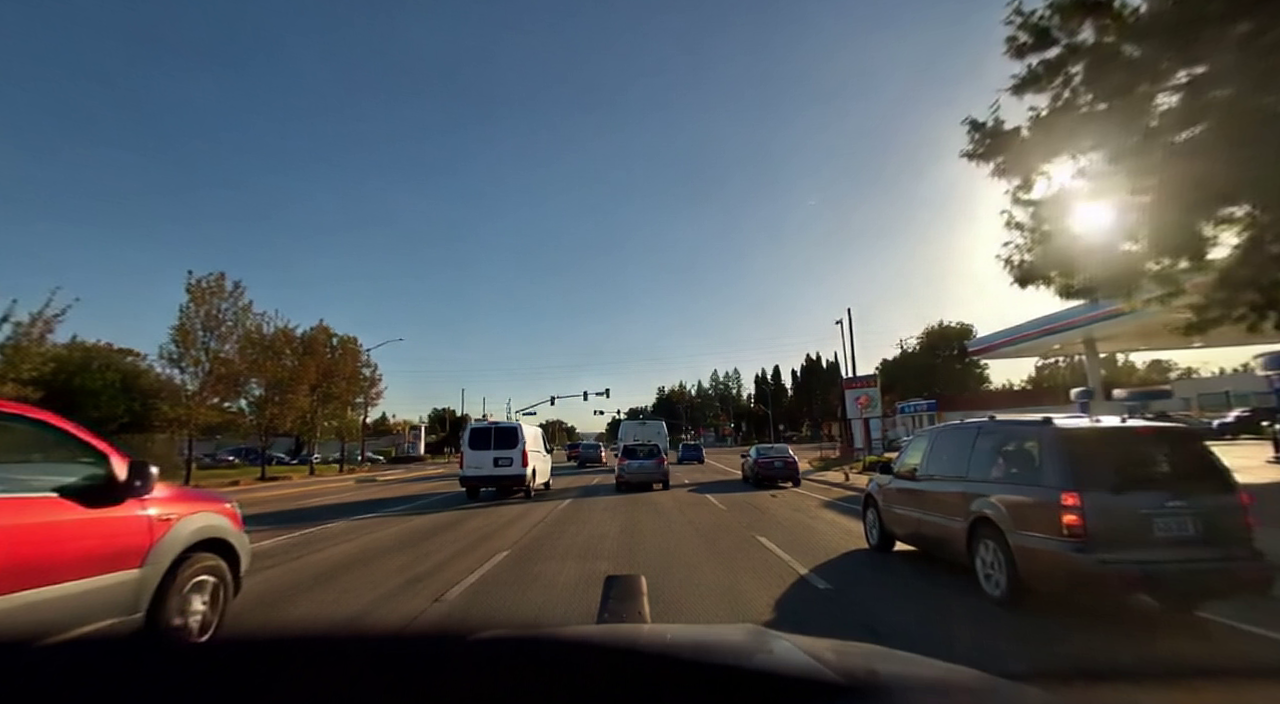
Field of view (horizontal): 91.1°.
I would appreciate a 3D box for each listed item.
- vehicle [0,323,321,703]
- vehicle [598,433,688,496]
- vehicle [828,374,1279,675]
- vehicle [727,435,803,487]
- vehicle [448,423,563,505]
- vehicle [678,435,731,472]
[{"bbox_3d":[-3.494,0.728,2.143,2.002,1.747,5.173,0,-8,1],"label":"vehicle"},{"bbox_3d":[0.067,3.478,19.928,2.426,1.703,5.602,0,-8,0],"label":"vehicle"},{"bbox_3d":[3.671,1.379,6.229,2.055,1.786,4.817,0,-8,-1],"label":"vehicle"},{"bbox_3d":[4.505,3.998,23.371,2.119,1.696,4.623,0,-8,3],"label":"vehicle"},{"bbox_3d":[-3.508,3.032,17.477,2.025,1.936,4.995,0,-8,1],"label":"vehicle"},{"bbox_3d":[3.279,5.302,32.978,2.193,1.795,5.130,0,-8,0],"label":"vehicle"}]
